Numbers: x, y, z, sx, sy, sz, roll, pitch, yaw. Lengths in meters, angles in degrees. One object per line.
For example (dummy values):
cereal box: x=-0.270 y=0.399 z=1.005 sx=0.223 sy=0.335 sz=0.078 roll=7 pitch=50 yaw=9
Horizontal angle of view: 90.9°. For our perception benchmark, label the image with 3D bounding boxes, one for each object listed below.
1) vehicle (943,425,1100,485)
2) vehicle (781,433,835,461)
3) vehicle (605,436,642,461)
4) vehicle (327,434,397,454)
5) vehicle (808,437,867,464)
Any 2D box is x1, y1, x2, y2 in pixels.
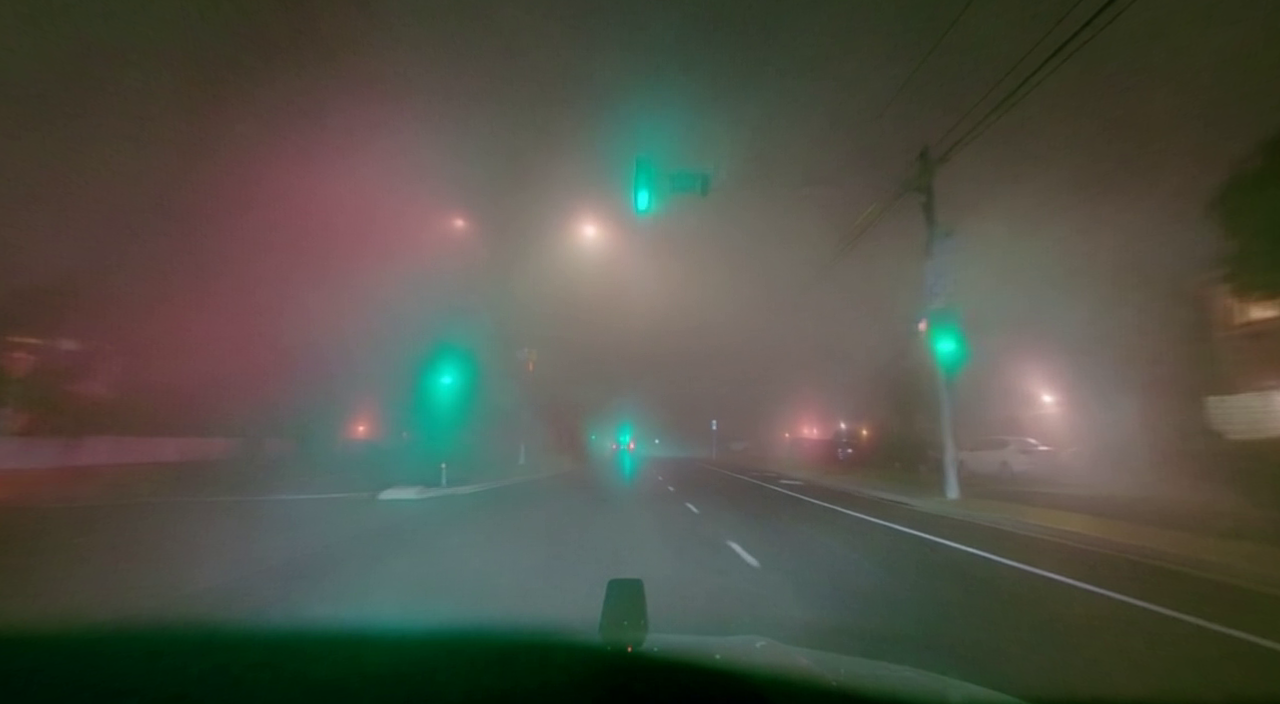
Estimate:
vehicle: x=11.722 y=3.192 z=19.851 sx=2.018 sy=1.665 sz=4.576 roll=0 pitch=-8 yaw=-1
vehicle: x=10.964 y=6.237 z=41.526 sx=2.156 sy=1.689 sz=4.774 roll=0 pitch=-8 yaw=-1
vehicle: x=-1.016 y=5.906 z=38.744 sx=2.113 sy=1.462 sz=4.203 roll=0 pitch=-8 yaw=-2
vehicle: x=-21.768 y=7.214 z=49.450 sx=4.547 sy=1.484 sz=1.914 roll=0 pitch=-8 yaw=1
vehicle: x=11.200 y=5.617 z=36.095 sx=1.838 sy=1.443 sz=4.563 roll=0 pitch=-8 yaw=-1
